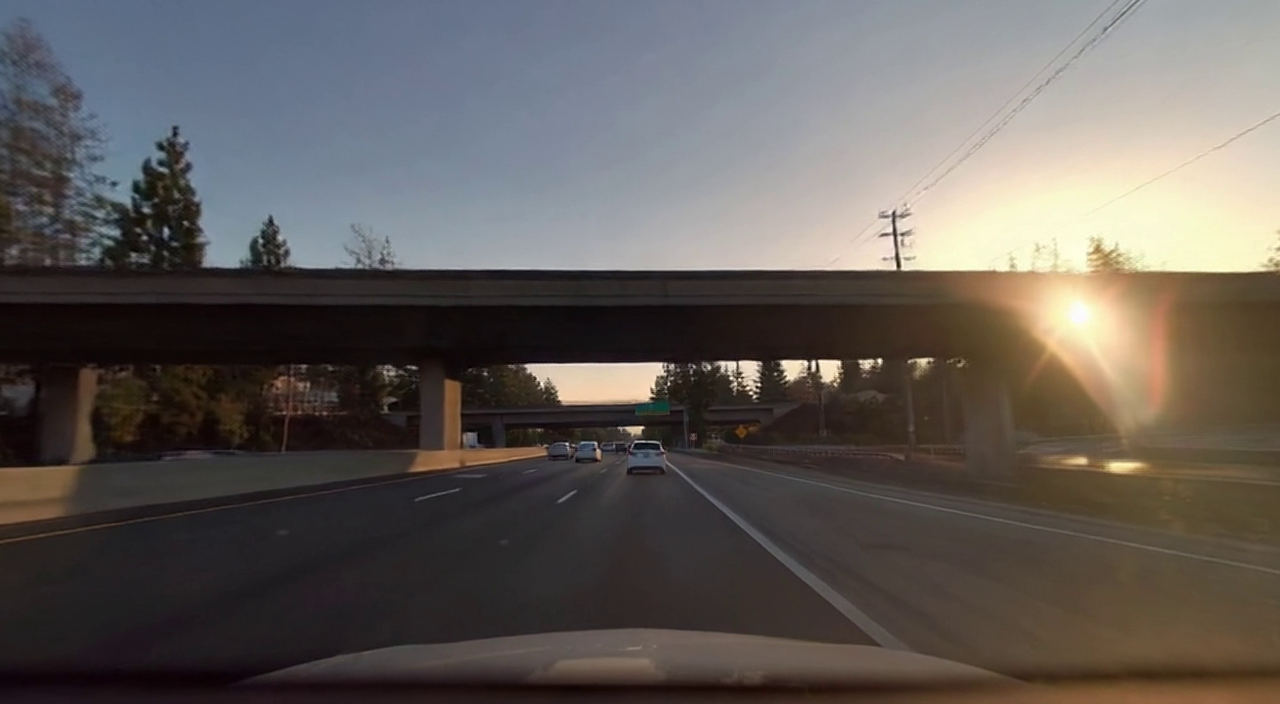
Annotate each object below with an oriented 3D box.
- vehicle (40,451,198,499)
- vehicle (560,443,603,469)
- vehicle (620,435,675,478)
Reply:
[{"bbox_3d":[-17.796,4.181,21.876,1.760,1.433,4.294,0,-9,0],"label":"vehicle"},{"bbox_3d":[-3.370,6.110,37.257,2.056,1.464,4.564,0,-9,1],"label":"vehicle"},{"bbox_3d":[0.288,4.467,27.189,2.152,1.697,4.066,0,-9,0],"label":"vehicle"}]
